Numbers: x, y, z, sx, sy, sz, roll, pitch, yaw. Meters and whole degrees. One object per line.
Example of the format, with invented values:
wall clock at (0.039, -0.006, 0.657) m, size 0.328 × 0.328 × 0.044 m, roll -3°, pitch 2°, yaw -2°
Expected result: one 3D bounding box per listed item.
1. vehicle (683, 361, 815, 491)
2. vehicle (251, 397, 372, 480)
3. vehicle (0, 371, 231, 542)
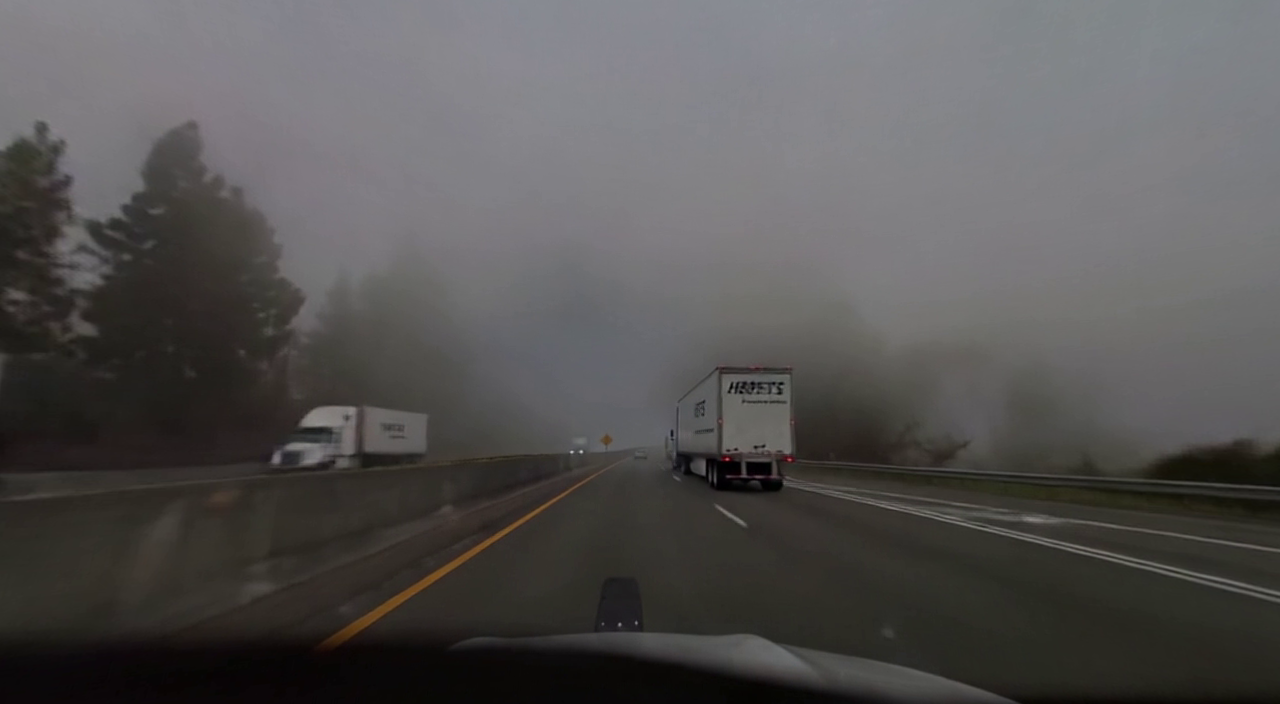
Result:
vehicle at (3.887, 3.388, 26.711) m, size 2.926 × 4.060 × 14.068 m, roll 0°, pitch -9°, yaw -1°
vehicle at (-17.114, 4.638, 33.351) m, size 3.000 × 3.983 × 5.883 m, roll 0°, pitch -9°, yaw 1°
vehicle at (-12.746, 2.315, 14.185) m, size 2.790 × 3.017 × 6.137 m, roll 0°, pitch -9°, yaw 0°
